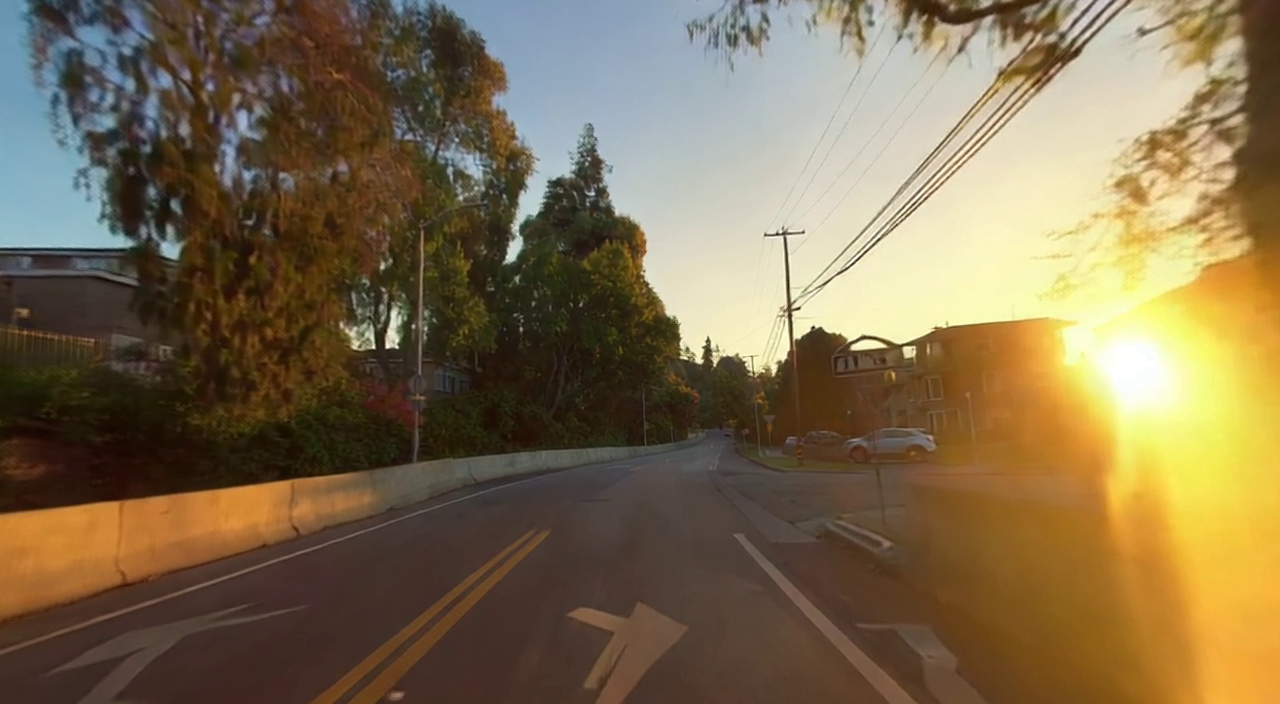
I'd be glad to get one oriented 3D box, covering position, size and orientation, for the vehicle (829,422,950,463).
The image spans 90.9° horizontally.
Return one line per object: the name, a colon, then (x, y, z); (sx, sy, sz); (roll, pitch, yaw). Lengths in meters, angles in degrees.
vehicle: (11.002, 4.042, 28.119); (4.614, 1.764, 1.860); (-1, -8, 6)
